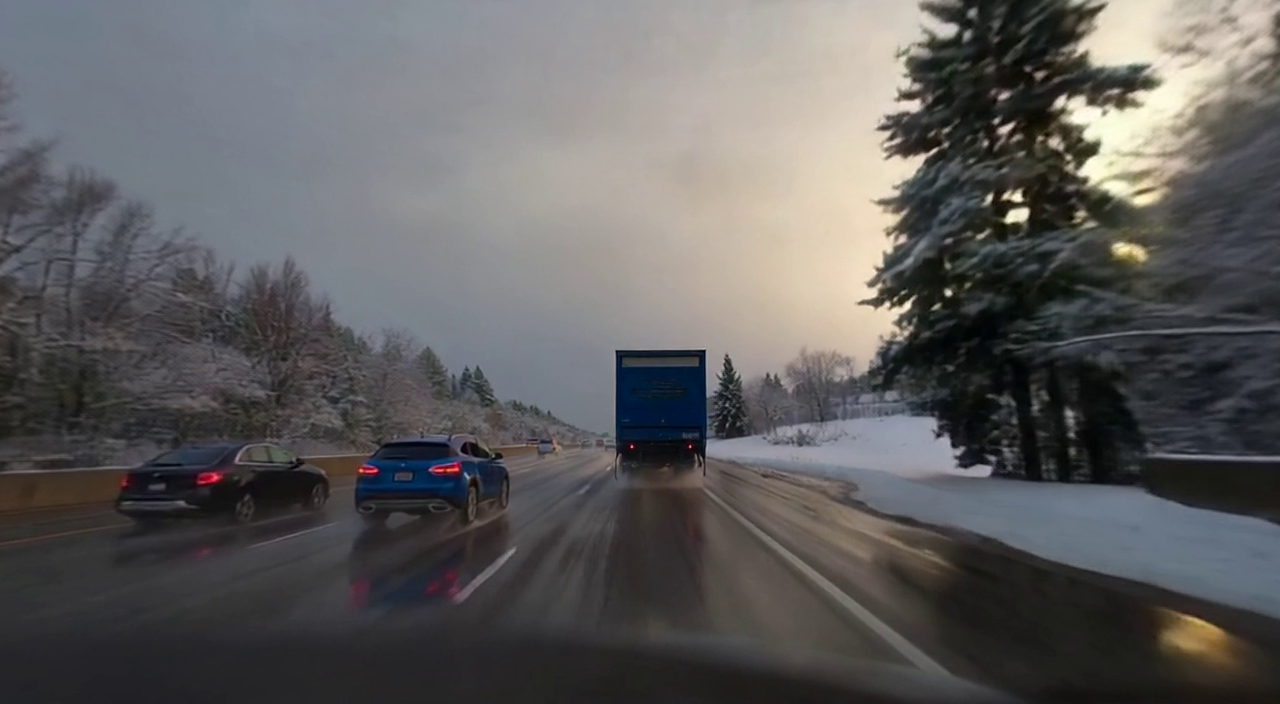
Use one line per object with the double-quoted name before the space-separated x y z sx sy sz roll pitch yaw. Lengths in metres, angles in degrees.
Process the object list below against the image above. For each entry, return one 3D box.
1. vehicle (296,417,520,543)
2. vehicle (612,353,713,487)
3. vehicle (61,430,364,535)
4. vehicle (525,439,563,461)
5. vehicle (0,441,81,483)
"vehicle" -3.514 2.030 10.611 2.077 1.671 4.249 0 -8 1
"vehicle" 0.676 2.722 23.462 2.870 3.841 10.653 0 -8 0
"vehicle" -7.243 2.244 11.557 2.063 1.480 4.842 0 -8 2
"vehicle" -6.681 6.875 44.435 1.882 1.451 4.416 0 -8 1
"vehicle" -24.701 4.239 24.423 1.851 1.560 4.519 0 -8 1
